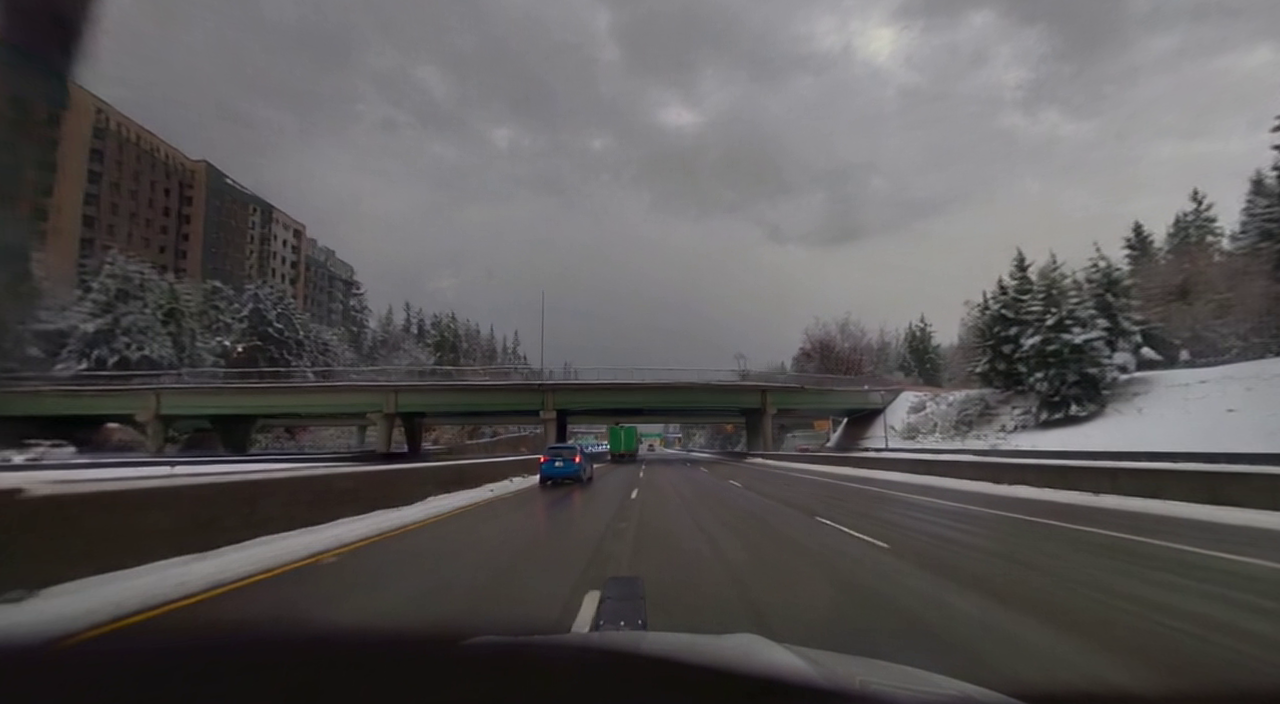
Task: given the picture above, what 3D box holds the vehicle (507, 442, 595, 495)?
[{"bbox_3d":[-2.675,3.640,20.107,2.039,1.478,4.483,0,-9,2],"label":"vehicle"}]
